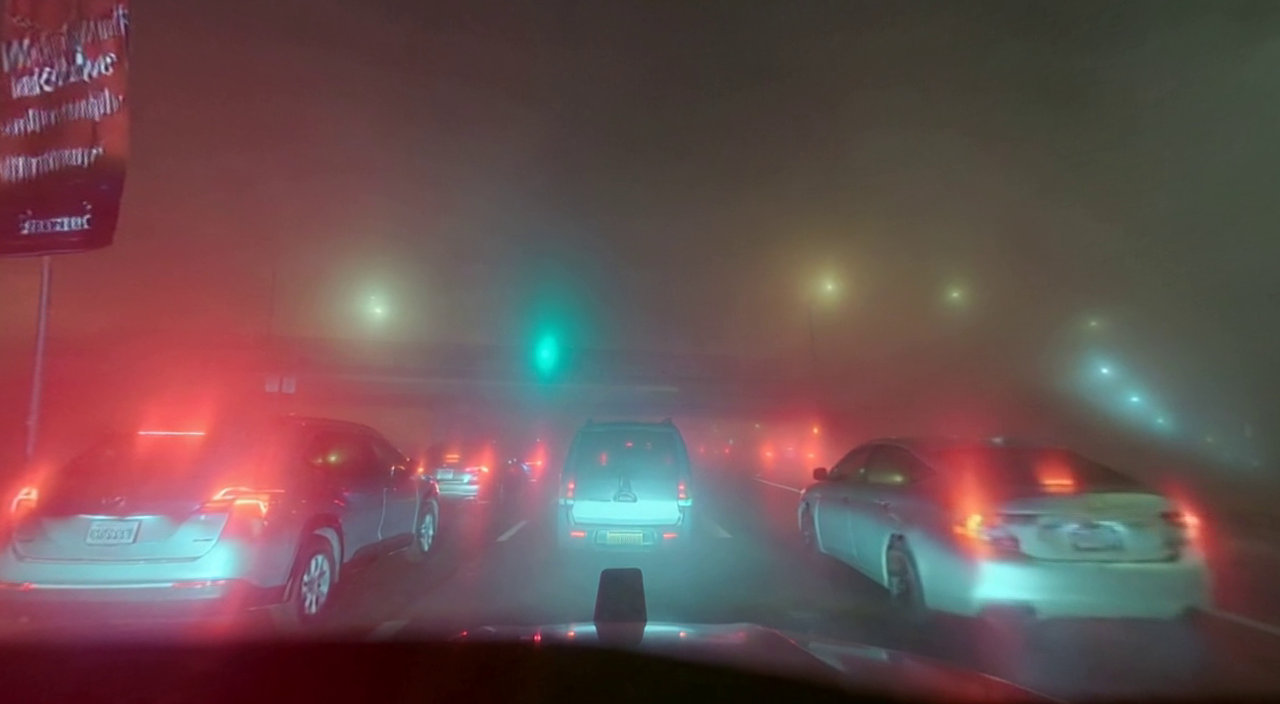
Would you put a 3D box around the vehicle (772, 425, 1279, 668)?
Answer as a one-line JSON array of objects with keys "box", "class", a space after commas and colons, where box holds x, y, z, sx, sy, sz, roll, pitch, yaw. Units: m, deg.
[{"box": [3.042, 1.568, 6.406, 2.228, 1.472, 4.939, 0, -9, -1], "class": "vehicle"}]

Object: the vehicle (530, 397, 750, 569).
[{"box": [-0.086, 1.766, 9.211, 2.409, 1.864, 4.471, 0, -9, -2], "class": "vehicle"}]

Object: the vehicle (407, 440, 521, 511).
[{"box": [-4.157, 2.945, 15.428, 1.797, 1.505, 3.506, 0, -9, 0], "class": "vehicle"}]

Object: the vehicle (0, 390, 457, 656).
[{"box": [-3.501, 1.424, 6.273, 2.039, 1.709, 4.265, 0, -9, 0], "class": "vehicle"}]
